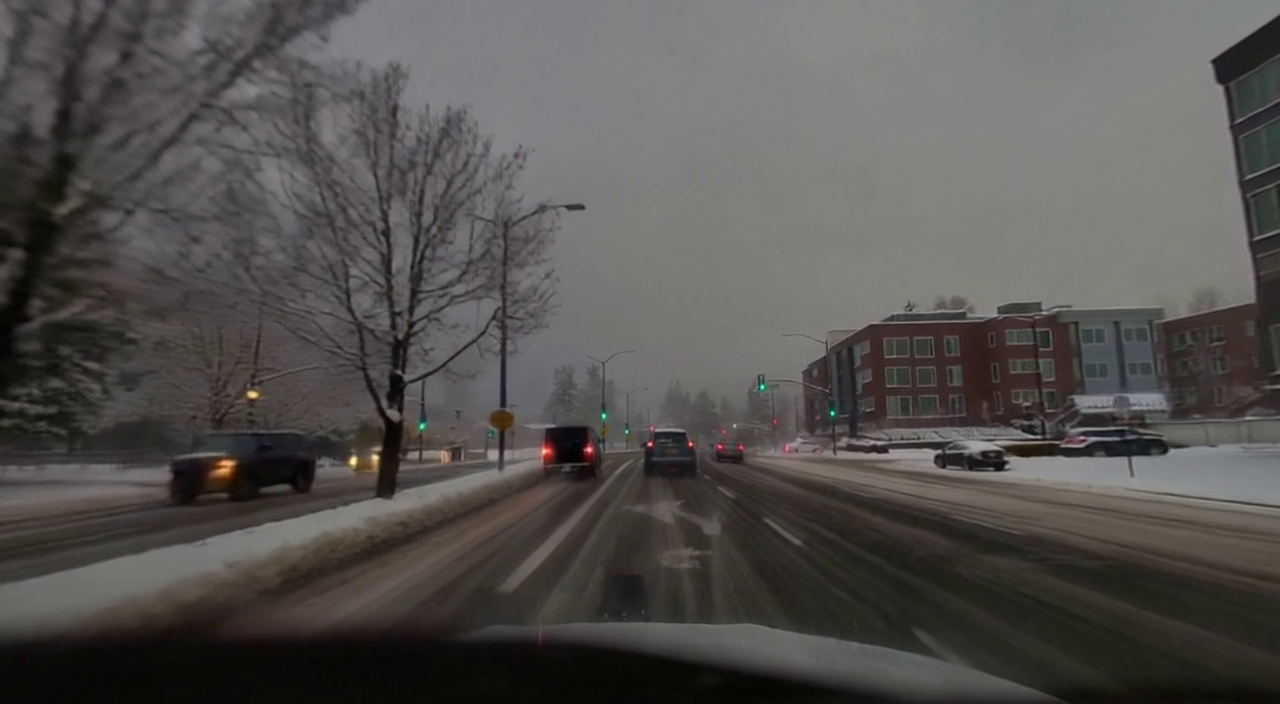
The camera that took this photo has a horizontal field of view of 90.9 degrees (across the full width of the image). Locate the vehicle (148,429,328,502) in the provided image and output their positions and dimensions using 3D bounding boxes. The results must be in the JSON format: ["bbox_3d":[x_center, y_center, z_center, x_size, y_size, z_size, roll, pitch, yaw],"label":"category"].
[{"bbox_3d":[-11.102,3.145,17.948,2.098,1.760,4.654,0,-8,-1],"label":"vehicle"}]

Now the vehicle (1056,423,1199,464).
[{"bbox_3d":[23.824,4.520,31.013,5.050,1.756,2.206,-2,-9,2],"label":"vehicle"}]

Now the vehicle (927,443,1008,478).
[{"bbox_3d":[14.855,4.907,28.855,1.706,1.474,3.761,0,-8,1],"label":"vehicle"}]

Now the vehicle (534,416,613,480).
[{"bbox_3d":[-2.364,3.637,23.984,2.396,2.143,4.824,0,-8,1],"label":"vehicle"}]

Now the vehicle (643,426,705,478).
[{"bbox_3d":[1.233,3.899,24.753,2.222,1.841,4.031,0,-8,0],"label":"vehicle"}]

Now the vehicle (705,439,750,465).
[{"bbox_3d":[5.307,6.121,38.783,2.075,1.486,4.316,0,-8,0],"label":"vehicle"}]

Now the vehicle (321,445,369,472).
[{"bbox_3d":[-17.984,6.423,38.321,1.993,1.462,4.586,5,-10,-32],"label":"vehicle"}]
